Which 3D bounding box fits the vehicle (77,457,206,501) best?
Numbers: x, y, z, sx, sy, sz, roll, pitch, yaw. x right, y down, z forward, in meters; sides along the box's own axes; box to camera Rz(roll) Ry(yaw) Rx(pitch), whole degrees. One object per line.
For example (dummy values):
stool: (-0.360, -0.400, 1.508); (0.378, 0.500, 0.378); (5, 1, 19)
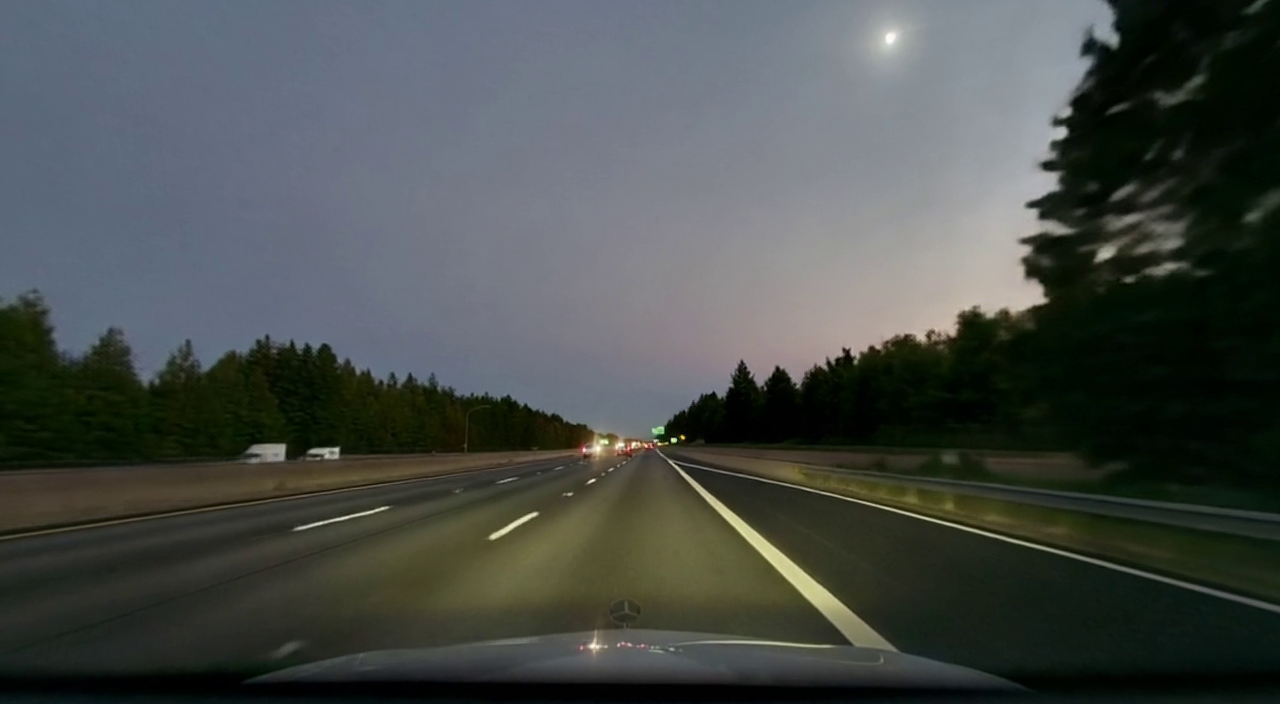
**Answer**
vehicle: (-19.287, 4.894, 24.596); (1.743, 1.431, 3.925); (1, -8, 1)
